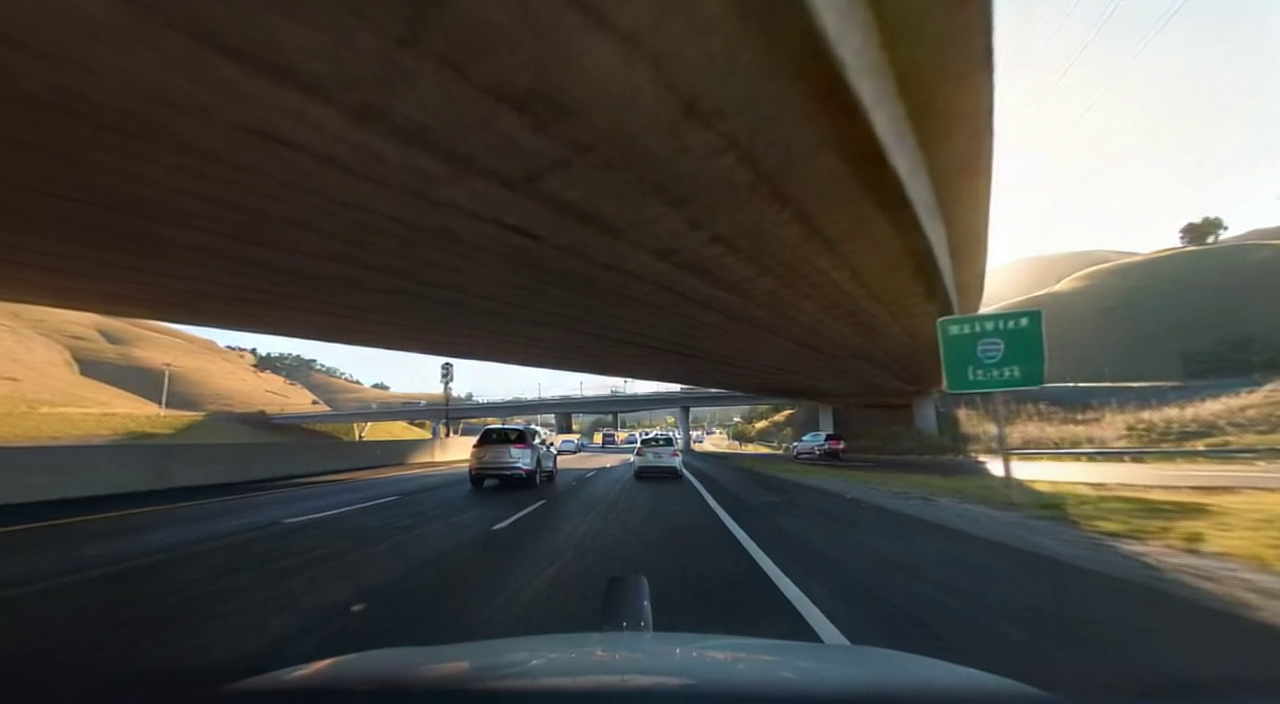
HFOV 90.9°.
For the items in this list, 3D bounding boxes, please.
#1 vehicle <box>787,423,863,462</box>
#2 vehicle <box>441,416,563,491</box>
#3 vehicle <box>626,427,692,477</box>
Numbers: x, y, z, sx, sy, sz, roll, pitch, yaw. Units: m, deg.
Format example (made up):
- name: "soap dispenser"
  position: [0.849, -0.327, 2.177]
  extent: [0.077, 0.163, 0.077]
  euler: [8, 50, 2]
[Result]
- name: "vehicle"
  position: [13.120, 6.508, 45.460]
  extent: [2.571, 2.571, 6.876]
  euler: [1, -9, -8]
- name: "vehicle"
  position: [-3.708, 2.871, 18.057]
  extent: [2.228, 1.845, 4.847]
  euler: [-1, -8, 2]
- name: "vehicle"
  position: [0.695, 3.633, 23.076]
  extent: [2.193, 1.651, 3.946]
  euler: [-1, -8, 2]
